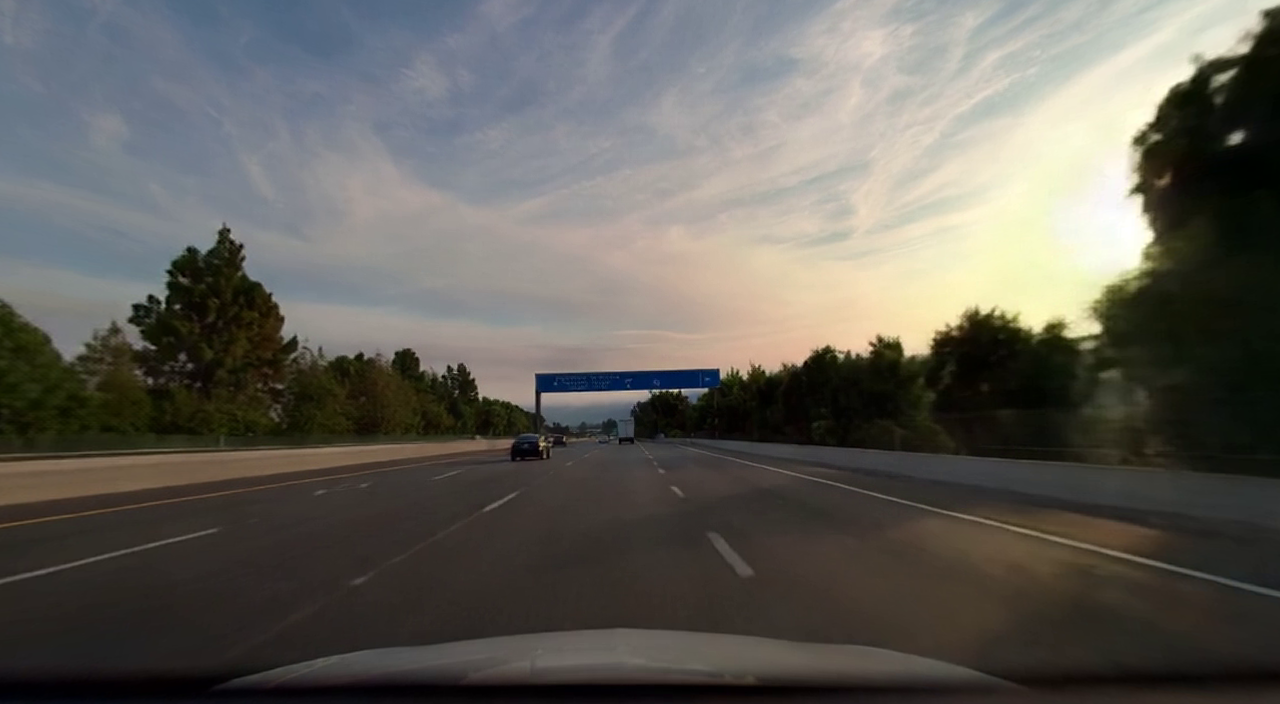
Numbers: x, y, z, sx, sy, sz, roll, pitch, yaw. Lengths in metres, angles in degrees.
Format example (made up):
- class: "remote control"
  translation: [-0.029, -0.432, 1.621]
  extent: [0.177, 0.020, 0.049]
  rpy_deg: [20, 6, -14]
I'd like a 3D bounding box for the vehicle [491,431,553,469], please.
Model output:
- class: "vehicle"
  translation: [-4.892, 4.090, 26.630]
  extent: [1.912, 1.495, 3.703]
  rpy_deg: [0, -7, -1]
